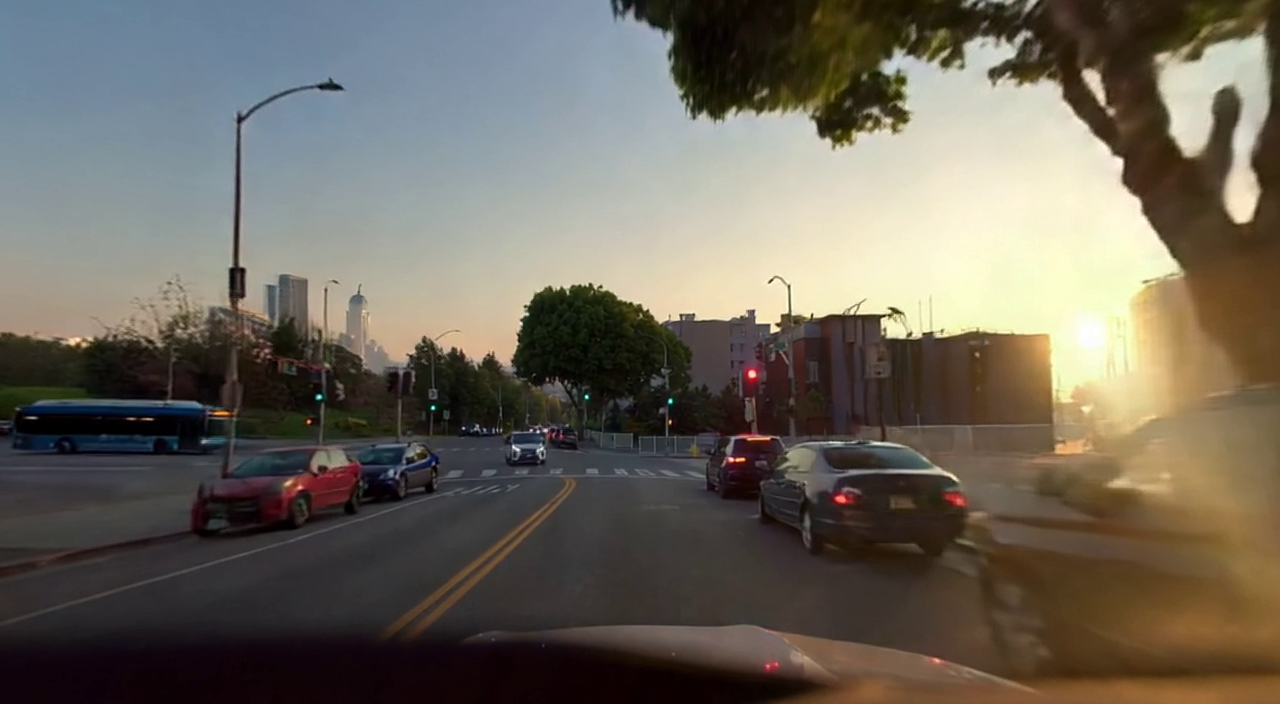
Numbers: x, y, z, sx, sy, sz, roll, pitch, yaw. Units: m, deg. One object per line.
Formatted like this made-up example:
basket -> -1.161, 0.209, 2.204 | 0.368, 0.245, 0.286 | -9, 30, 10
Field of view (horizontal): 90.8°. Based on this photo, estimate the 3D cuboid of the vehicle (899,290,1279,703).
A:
vehicle -> 3.118, 0.691, 1.776 | 2.222, 1.812, 5.688 | 0, -9, -2

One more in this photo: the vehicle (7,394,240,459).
vehicle -> -29.563, 4.372, 36.517 | 10.621, 3.479, 3.025 | 0, -10, 1

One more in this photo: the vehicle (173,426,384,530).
vehicle -> -7.021, 2.476, 12.891 | 1.893, 1.758, 4.019 | 0, -9, 0

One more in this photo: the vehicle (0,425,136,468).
vehicle -> -28.801, 4.741, 31.814 | 4.704, 2.065, 2.328 | 0, -9, -2

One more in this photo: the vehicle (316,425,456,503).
vehicle -> -7.000, 3.156, 18.109 | 2.132, 1.801, 4.885 | -2, -9, -1

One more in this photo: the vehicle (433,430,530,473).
vehicle -> -7.483, 4.631, 29.529 | 4.791, 1.818, 2.148 | -8, -12, 44

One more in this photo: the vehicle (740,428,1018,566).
vehicle -> 2.980, 1.938, 9.290 | 2.032, 1.474, 4.795 | 0, -9, -2
